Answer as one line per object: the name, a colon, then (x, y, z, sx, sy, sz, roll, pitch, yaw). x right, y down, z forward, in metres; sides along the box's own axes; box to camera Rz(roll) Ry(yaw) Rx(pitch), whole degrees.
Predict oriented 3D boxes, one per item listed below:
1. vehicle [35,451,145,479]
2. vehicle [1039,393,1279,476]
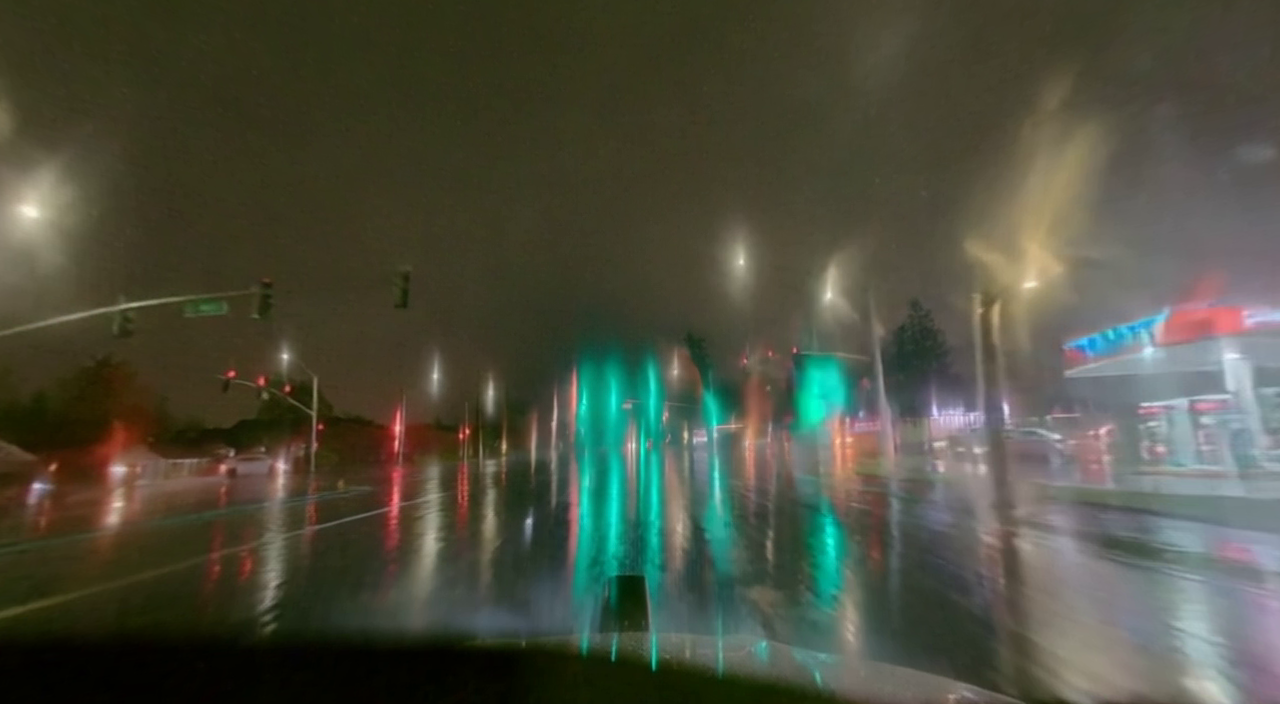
vehicle: (-34.150, 7.006, 39.259, 4.774, 1.672, 1.936, 1, -8, -6)
vehicle: (13.391, 2.169, 16.409, 4.454, 1.990, 2.124, -1, -8, 7)
